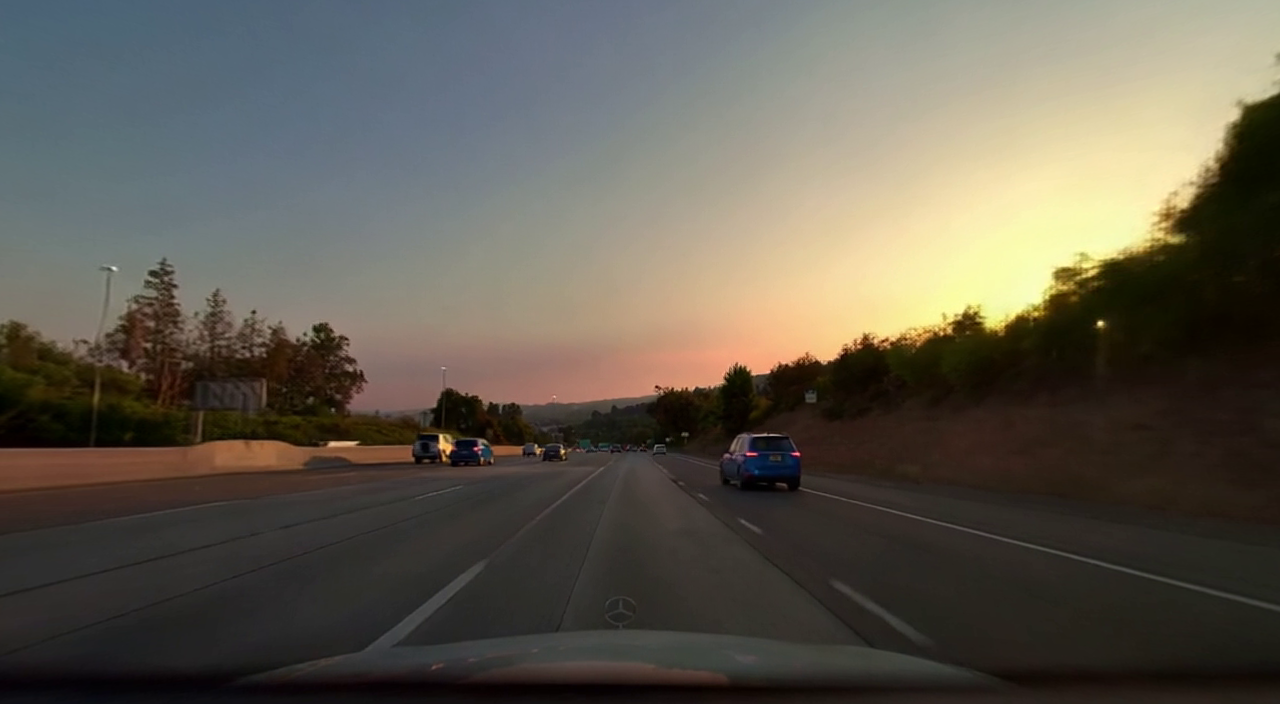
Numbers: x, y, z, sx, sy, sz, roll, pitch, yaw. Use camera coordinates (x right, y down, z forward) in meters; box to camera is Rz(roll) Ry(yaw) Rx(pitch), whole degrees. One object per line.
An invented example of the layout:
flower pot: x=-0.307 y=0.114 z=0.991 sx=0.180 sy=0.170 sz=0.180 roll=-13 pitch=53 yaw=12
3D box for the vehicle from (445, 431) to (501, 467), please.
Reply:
vehicle: x=-11.146 y=6.513 z=42.456 sx=2.261 sy=2.230 sz=5.435 roll=0 pitch=-9 yaw=0

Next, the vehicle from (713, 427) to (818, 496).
vehicle: x=3.767 y=3.417 z=19.924 sx=2.184 sy=1.892 sz=4.763 roll=1 pitch=-9 yaw=-2

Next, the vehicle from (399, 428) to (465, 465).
vehicle: x=-15.075 y=6.906 z=46.089 sx=2.647 sy=2.508 sz=6.337 roll=0 pitch=-9 yaw=0
